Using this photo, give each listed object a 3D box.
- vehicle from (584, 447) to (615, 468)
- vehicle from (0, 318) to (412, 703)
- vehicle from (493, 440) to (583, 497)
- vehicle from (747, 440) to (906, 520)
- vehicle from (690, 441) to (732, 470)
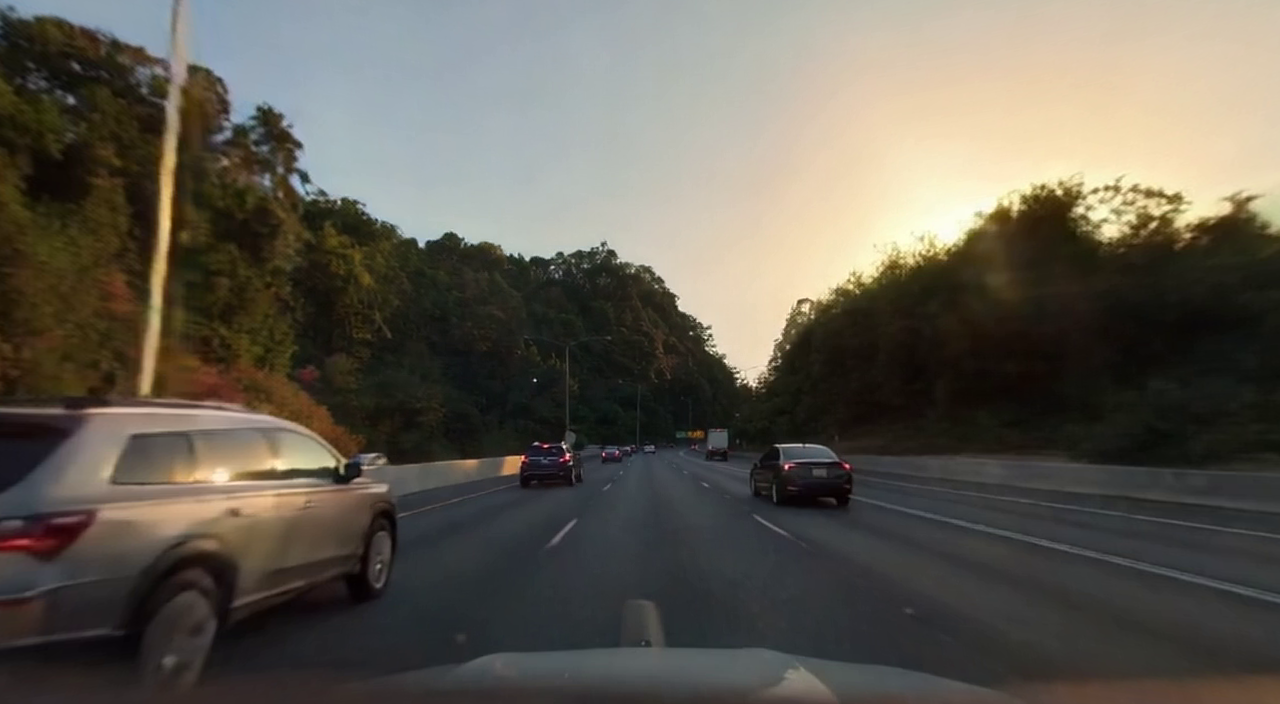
[{"bbox_3d":[-3.072,8.072,48.673,2.099,1.494,4.504,-1,-8,1],"label":"vehicle"},{"bbox_3d":[-3.324,0.997,3.729,2.139,1.764,4.707,-1,-8,1],"label":"vehicle"},{"bbox_3d":[-3.140,3.713,20.597,1.974,1.589,5.047,-1,-8,2],"label":"vehicle"},{"bbox_3d":[3.906,2.756,14.282,2.040,1.461,4.822,0,-8,-1],"label":"vehicle"},{"bbox_3d":[4.483,6.626,40.632,2.144,1.752,4.765,0,-8,0],"label":"vehicle"}]
